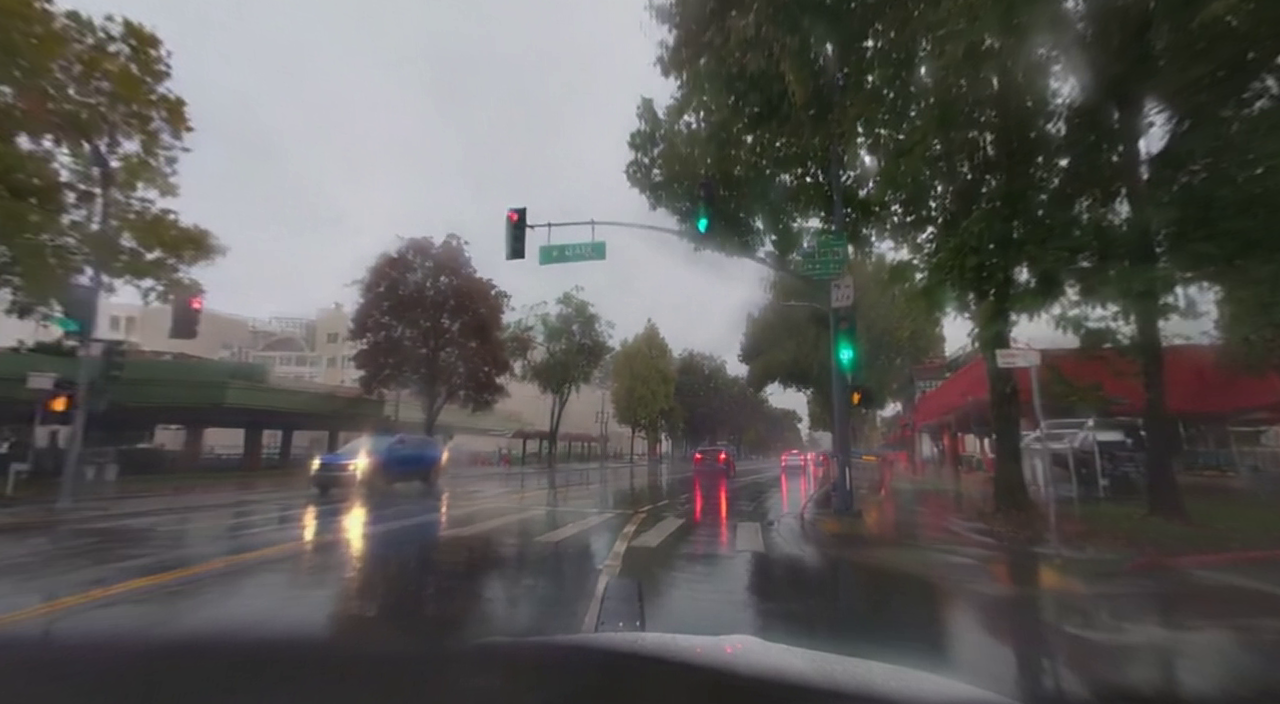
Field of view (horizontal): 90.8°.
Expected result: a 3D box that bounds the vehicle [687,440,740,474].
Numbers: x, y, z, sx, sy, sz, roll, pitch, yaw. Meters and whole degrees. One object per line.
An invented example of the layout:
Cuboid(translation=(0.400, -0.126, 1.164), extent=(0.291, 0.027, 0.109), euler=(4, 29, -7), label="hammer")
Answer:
Cuboid(translation=(4.162, 5.793, 34.984), extent=(2.101, 1.721, 4.364), euler=(-2, -9, 18), label="vehicle")

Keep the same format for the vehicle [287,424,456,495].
Cuboid(translation=(-7.207, 2.950, 17.606), extent=(2.017, 1.684, 4.483), euler=(-1, -9, 13), label="vehicle")
